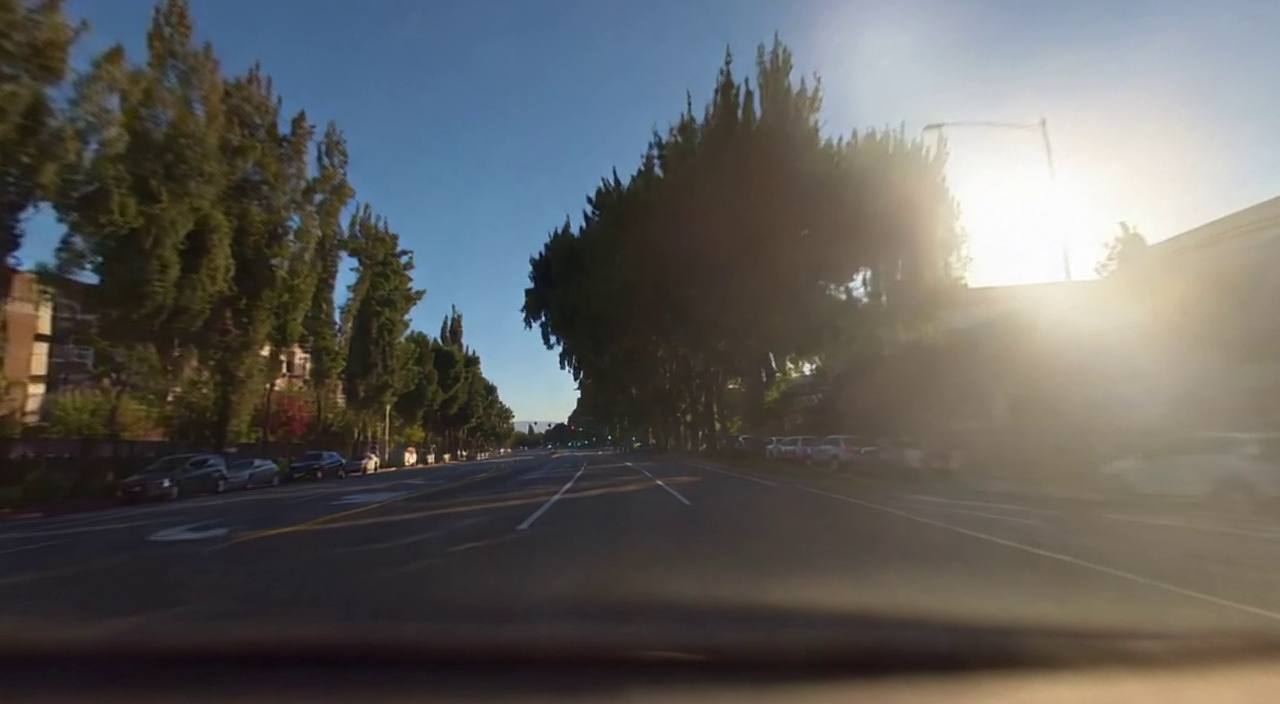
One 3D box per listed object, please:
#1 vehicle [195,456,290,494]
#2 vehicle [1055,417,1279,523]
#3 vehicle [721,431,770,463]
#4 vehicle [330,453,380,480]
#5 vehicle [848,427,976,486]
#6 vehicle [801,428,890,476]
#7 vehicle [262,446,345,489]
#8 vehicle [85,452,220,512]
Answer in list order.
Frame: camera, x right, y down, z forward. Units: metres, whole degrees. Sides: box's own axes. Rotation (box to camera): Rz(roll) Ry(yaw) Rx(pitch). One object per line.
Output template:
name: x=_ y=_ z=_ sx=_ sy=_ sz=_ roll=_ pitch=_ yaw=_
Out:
vehicle: x=-18.447 y=5.708 z=29.510 sx=1.782 sy=1.462 sz=4.438 roll=-1 pitch=-8 yaw=-3
vehicle: x=10.331 y=2.073 z=11.410 sx=1.919 sy=1.627 sz=4.196 roll=3 pitch=-9 yaw=-23
vehicle: x=7.453 y=6.817 z=45.121 sx=1.970 sy=2.104 sz=5.290 roll=1 pitch=-9 yaw=-7
vehicle: x=-19.583 y=7.833 z=43.465 sx=1.778 sy=1.433 sz=4.305 roll=-1 pitch=-6 yaw=-5
vehicle: x=9.156 y=3.565 z=21.776 sx=2.039 sy=1.752 sz=4.876 roll=0 pitch=-9 yaw=-3
vehicle: x=8.881 y=4.366 z=27.724 sx=1.991 sy=1.905 sz=4.733 roll=0 pitch=-9 yaw=-5
vehicle: x=-18.938 y=6.451 z=35.791 sx=2.111 sy=1.908 sz=5.586 roll=-1 pitch=-6 yaw=-5
vehicle: x=-17.975 y=4.749 z=23.546 sx=1.916 sy=1.657 sz=4.366 roll=-2 pitch=-5 yaw=-6
